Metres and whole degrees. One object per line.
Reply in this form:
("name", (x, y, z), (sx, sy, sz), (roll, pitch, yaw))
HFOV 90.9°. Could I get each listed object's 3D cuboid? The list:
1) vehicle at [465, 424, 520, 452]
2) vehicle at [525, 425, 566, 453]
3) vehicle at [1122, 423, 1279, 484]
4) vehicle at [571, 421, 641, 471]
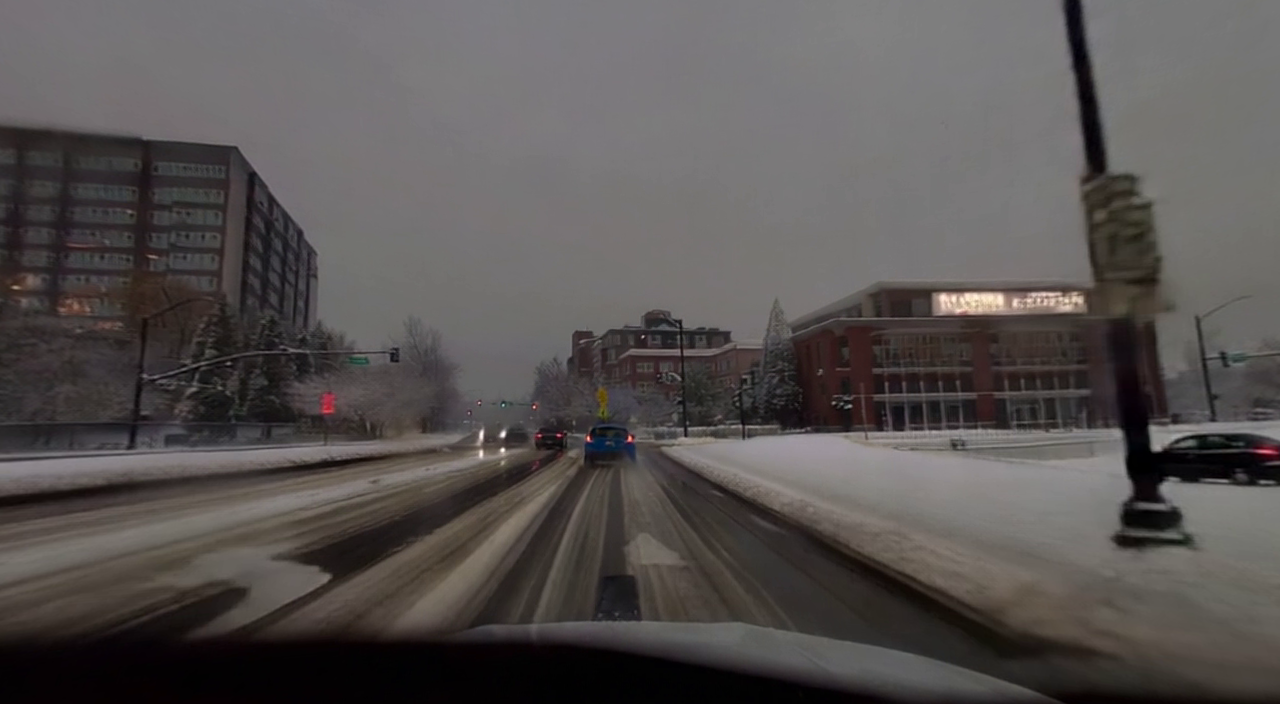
("vehicle", (-9.441, 5.567, 40.721), (1.994, 1.717, 4.380), (-1, -8, 8))
("vehicle", (-5.241, 4.890, 35.335), (2.023, 1.485, 3.721), (1, -8, -5))
("vehicle", (19.545, 3.548, 21.478), (1.932, 1.762, 4.835), (0, -13, -6))
("vehicle", (-1.118, 3.286, 22.152), (2.231, 1.572, 4.227), (0, -8, -1))
